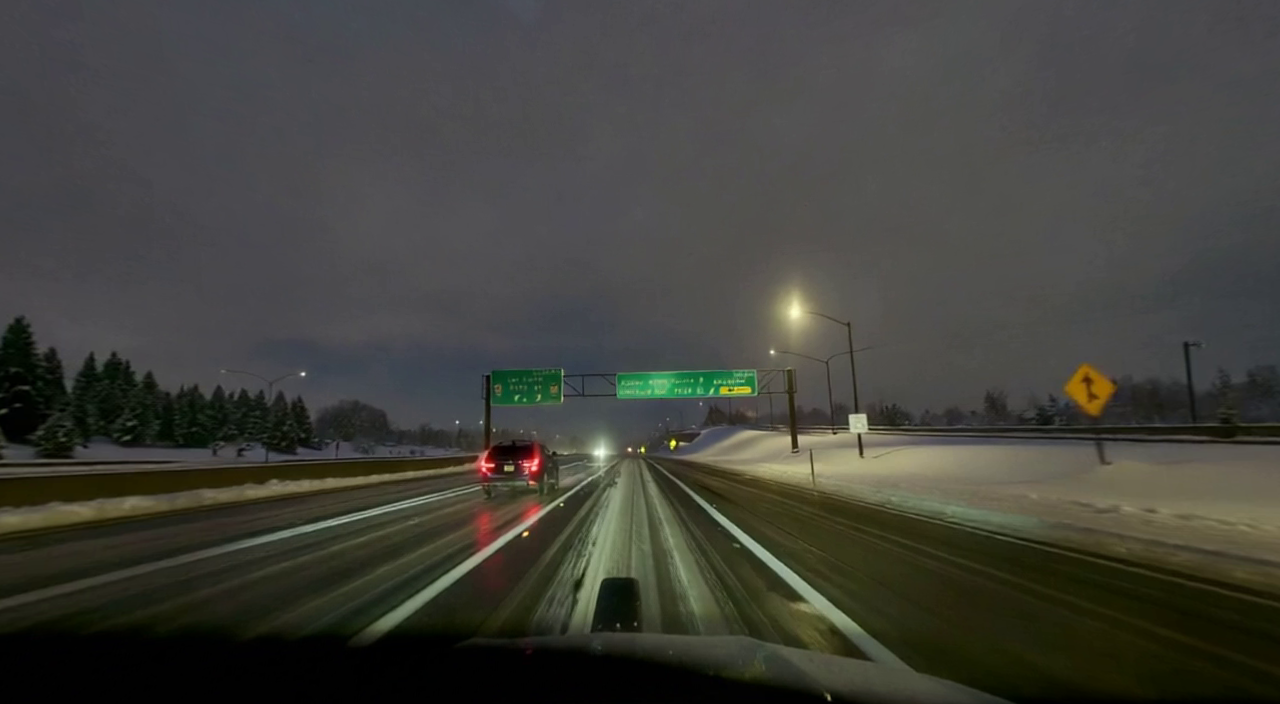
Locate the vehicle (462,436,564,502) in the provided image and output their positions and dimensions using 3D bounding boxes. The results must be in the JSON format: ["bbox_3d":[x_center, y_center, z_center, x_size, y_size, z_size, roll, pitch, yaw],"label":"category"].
[{"bbox_3d":[-3.592,3.388,18.780,2.178,1.699,4.321,0,-8,0],"label":"vehicle"}]
